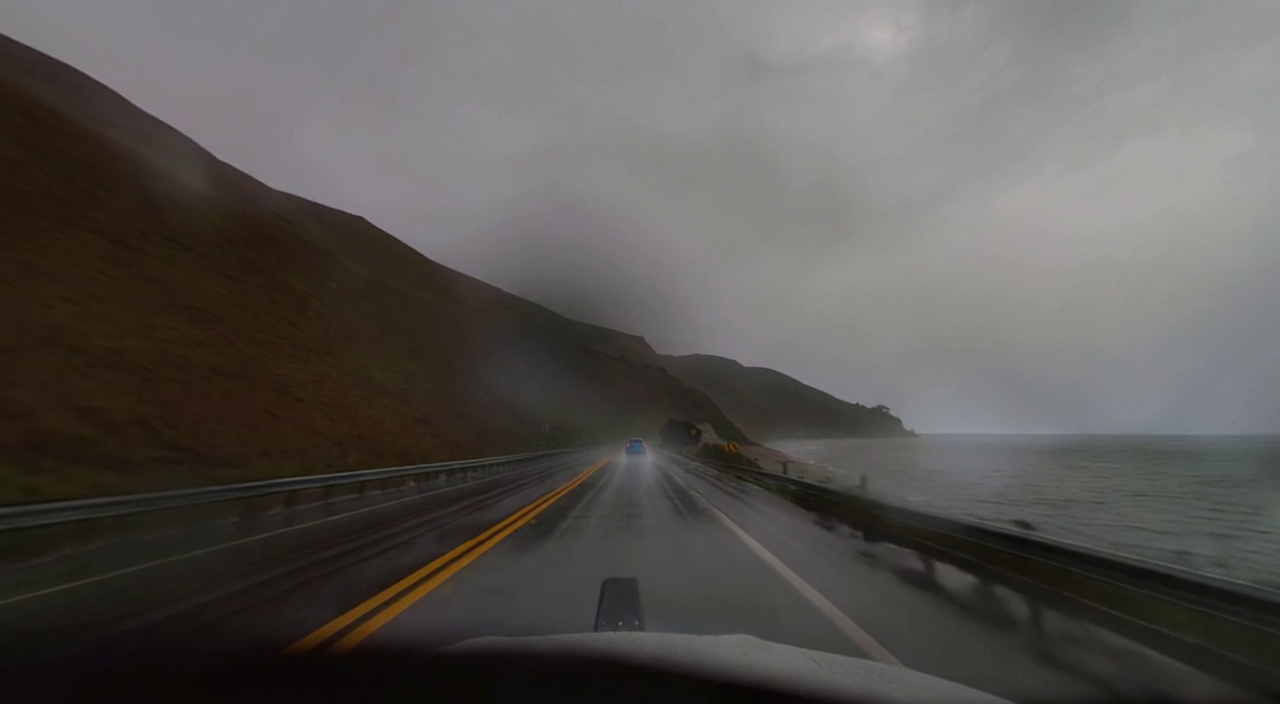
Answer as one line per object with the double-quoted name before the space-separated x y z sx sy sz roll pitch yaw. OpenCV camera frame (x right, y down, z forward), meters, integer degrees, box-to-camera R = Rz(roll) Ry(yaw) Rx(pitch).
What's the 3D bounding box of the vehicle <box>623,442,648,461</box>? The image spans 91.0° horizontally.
"vehicle" -0.355 7.773 49.260 1.912 1.430 3.811 0 -8 -1
